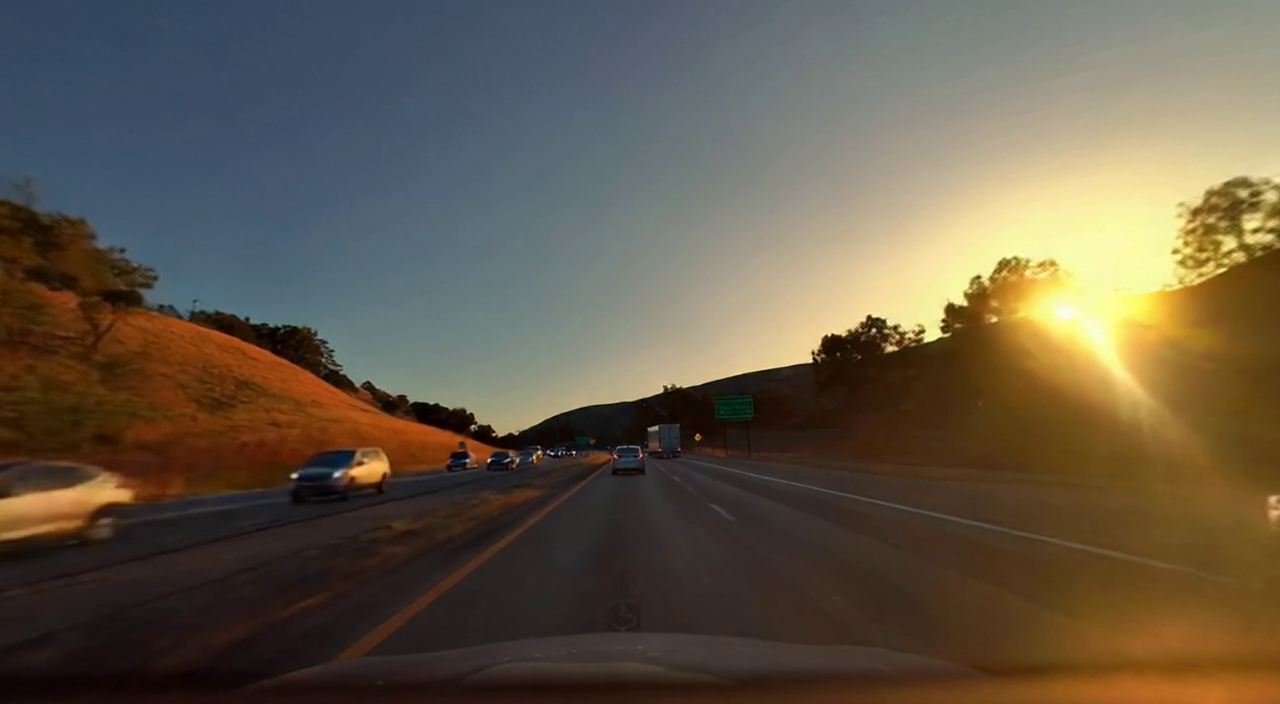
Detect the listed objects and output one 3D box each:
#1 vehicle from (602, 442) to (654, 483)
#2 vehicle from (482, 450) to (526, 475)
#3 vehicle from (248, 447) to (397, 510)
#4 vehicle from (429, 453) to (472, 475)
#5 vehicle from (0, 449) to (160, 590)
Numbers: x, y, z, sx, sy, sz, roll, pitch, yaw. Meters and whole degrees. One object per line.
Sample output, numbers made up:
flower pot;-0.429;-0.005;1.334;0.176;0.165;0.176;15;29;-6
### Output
vehicle;-0.485;4.543;26.062;1.971;1.518;4.108;0;-9;-1
vehicle;-8.605;7.008;39.967;1.908;1.499;4.040;0;-9;-1
vehicle;-8.753;3.480;17.783;1.970;1.549;4.299;0;-9;0
vehicle;-14.150;8.378;47.013;1.892;1.533;4.532;0;-9;-1
vehicle;-7.787;1.799;6.717;1.917;1.483;4.289;0;-9;-1
